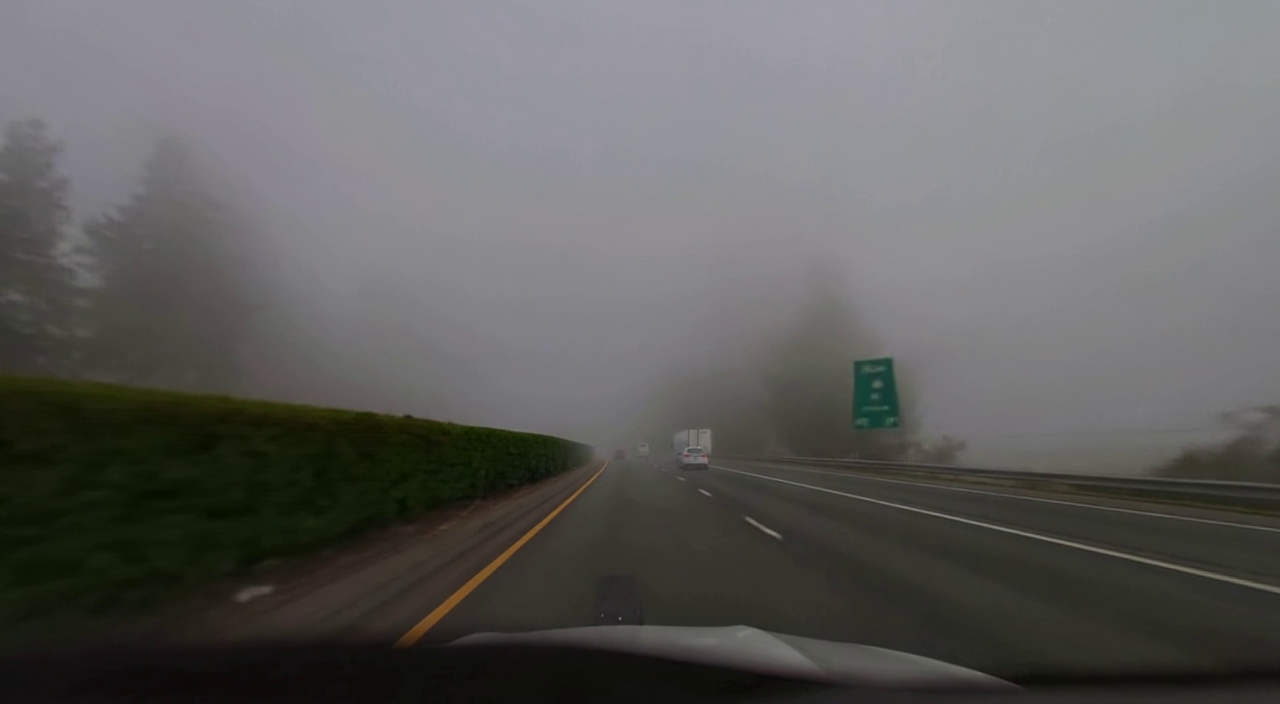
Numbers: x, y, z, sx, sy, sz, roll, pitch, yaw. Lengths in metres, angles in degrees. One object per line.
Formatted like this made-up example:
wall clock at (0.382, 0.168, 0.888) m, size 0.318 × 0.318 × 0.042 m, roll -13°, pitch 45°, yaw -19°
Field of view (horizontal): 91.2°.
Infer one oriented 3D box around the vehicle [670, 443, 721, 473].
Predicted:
vehicle at (3.005, 5.870, 34.874) m, size 2.244 × 1.498 × 4.338 m, roll 0°, pitch -9°, yaw -3°
